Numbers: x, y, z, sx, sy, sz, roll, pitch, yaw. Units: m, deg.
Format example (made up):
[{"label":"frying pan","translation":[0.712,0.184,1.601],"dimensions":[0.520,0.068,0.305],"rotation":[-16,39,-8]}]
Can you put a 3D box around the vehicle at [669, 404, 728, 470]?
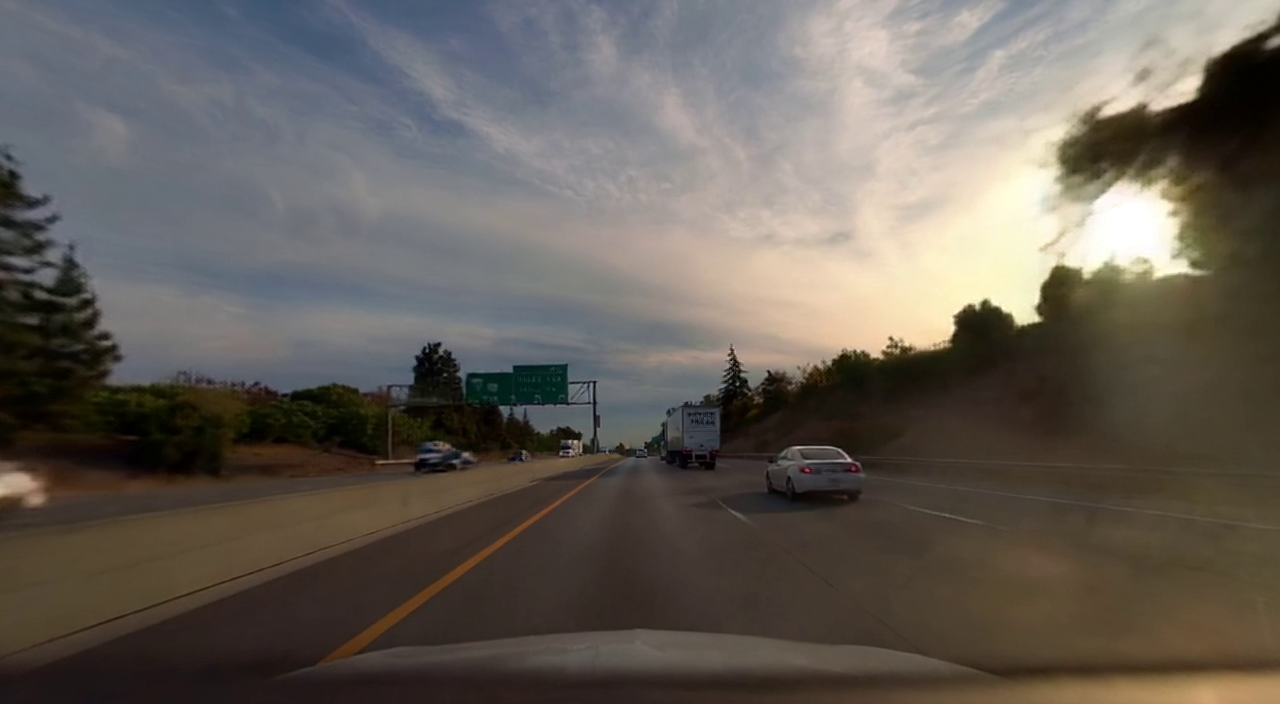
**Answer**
[{"label":"vehicle","translation":[3.952,6.410,46.343],"dimensions":[2.926,4.060,14.068],"rotation":[0,-9,0]}]

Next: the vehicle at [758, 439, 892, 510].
[{"label":"vehicle","translation":[4.341,2.936,15.495],"dimensions":[1.917,1.471,4.149],"rotation":[0,-9,-2]}]

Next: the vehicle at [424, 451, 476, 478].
[{"label":"vehicle","translation":[-11.443,6.783,38.146],"dimensions":[1.882,1.546,3.885],"rotation":[0,-9,1]}]
